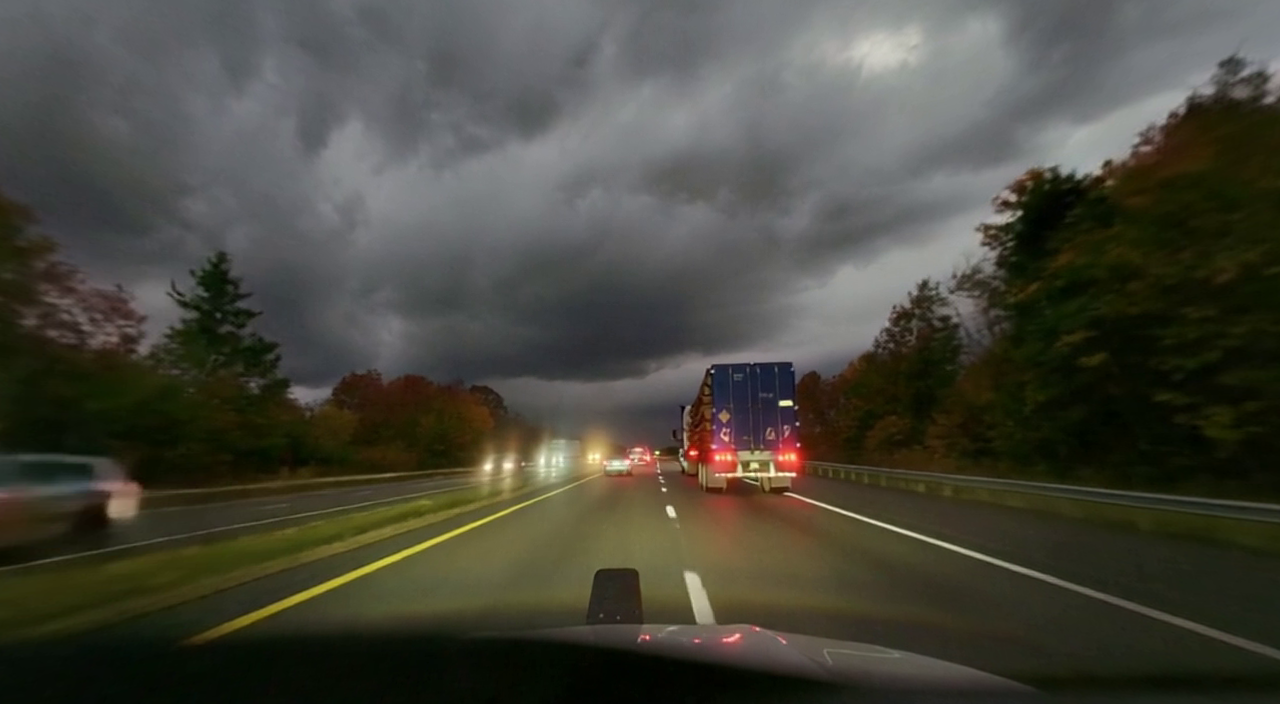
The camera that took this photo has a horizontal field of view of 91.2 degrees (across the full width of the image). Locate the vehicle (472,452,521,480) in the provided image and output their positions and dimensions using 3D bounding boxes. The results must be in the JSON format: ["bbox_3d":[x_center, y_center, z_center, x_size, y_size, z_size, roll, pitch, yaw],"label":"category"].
[{"bbox_3d":[-9.083,7.202,40.014,1.946,1.628,4.553,-1,-9,2],"label":"vehicle"}]

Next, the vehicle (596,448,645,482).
[{"bbox_3d":[-0.849,5.352,29.997,2.099,1.506,4.097,-1,-9,2],"label":"vehicle"}]

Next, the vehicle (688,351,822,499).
[{"bbox_3d":[3.354,2.559,20.860,3.004,3.923,8.363,-1,-9,1],"label":"vehicle"}]
